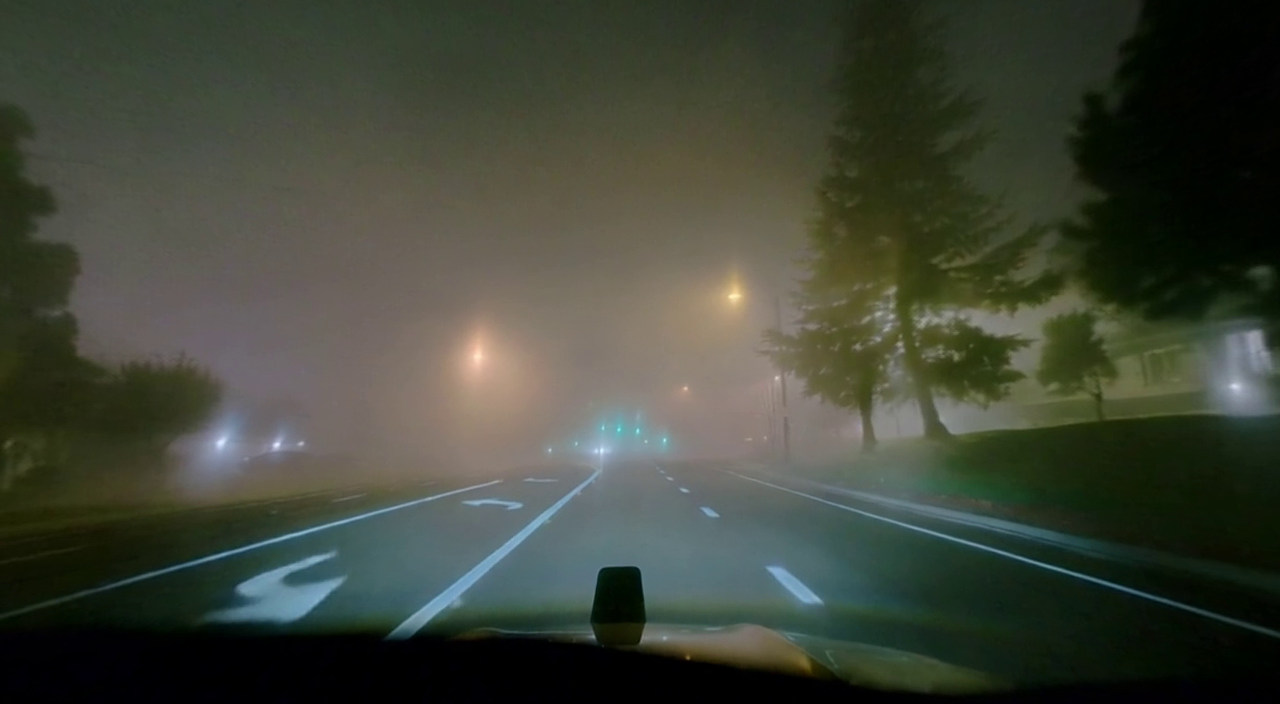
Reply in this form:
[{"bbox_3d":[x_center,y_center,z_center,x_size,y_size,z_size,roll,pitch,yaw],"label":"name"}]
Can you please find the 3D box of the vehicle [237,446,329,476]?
[{"bbox_3d":[-23.337,7.133,41.425,4.794,1.869,2.060,-1,-8,3],"label":"vehicle"}]
